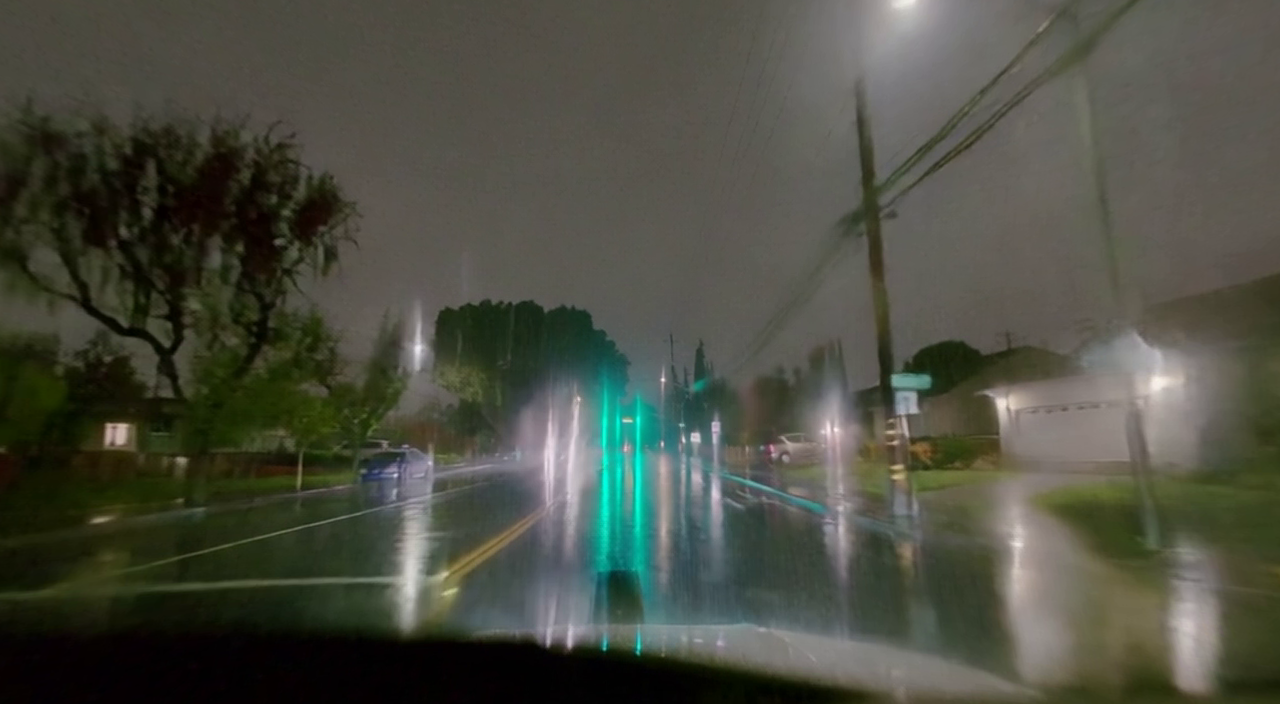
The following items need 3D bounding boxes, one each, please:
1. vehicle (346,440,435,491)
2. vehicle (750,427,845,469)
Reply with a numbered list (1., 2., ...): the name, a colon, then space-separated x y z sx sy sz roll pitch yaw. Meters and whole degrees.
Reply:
1. vehicle: -11.332 5.127 29.130 2.024 1.795 5.054 -10 -8 -3
2. vehicle: 9.602 5.762 38.462 5.565 2.036 1.907 -1 -5 -26
